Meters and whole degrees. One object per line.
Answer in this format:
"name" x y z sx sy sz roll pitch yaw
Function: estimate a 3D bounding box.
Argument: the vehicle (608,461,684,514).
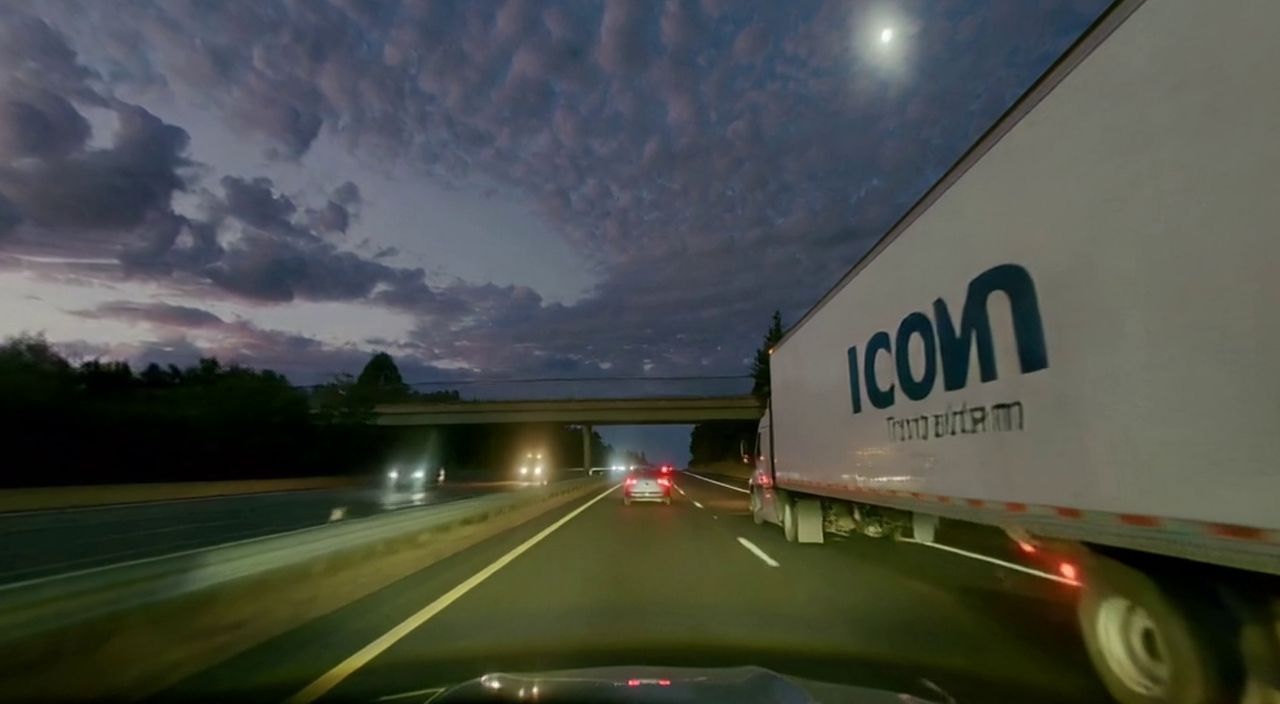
"vehicle" 0.212 4.203 19.761 2.156 1.444 3.762 1 -10 1

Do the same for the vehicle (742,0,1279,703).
"vehicle" 4.396 1.270 9.585 2.964 4.188 16.587 1 -10 0
